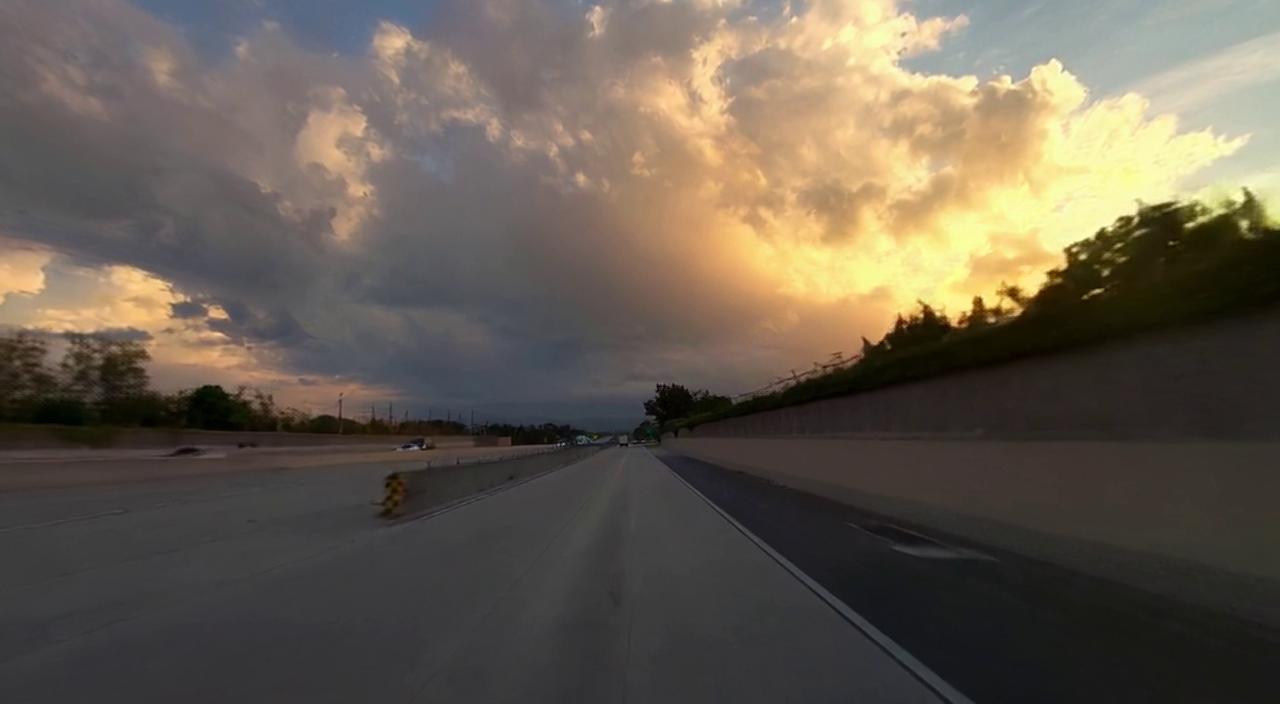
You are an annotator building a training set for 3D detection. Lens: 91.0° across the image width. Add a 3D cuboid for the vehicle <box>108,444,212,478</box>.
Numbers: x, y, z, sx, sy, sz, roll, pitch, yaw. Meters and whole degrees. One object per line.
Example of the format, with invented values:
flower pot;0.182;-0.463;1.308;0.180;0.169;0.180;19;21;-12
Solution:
vehicle;-23.611;5.337;31.210;1.899;1.481;4.618;0;-8;-5
